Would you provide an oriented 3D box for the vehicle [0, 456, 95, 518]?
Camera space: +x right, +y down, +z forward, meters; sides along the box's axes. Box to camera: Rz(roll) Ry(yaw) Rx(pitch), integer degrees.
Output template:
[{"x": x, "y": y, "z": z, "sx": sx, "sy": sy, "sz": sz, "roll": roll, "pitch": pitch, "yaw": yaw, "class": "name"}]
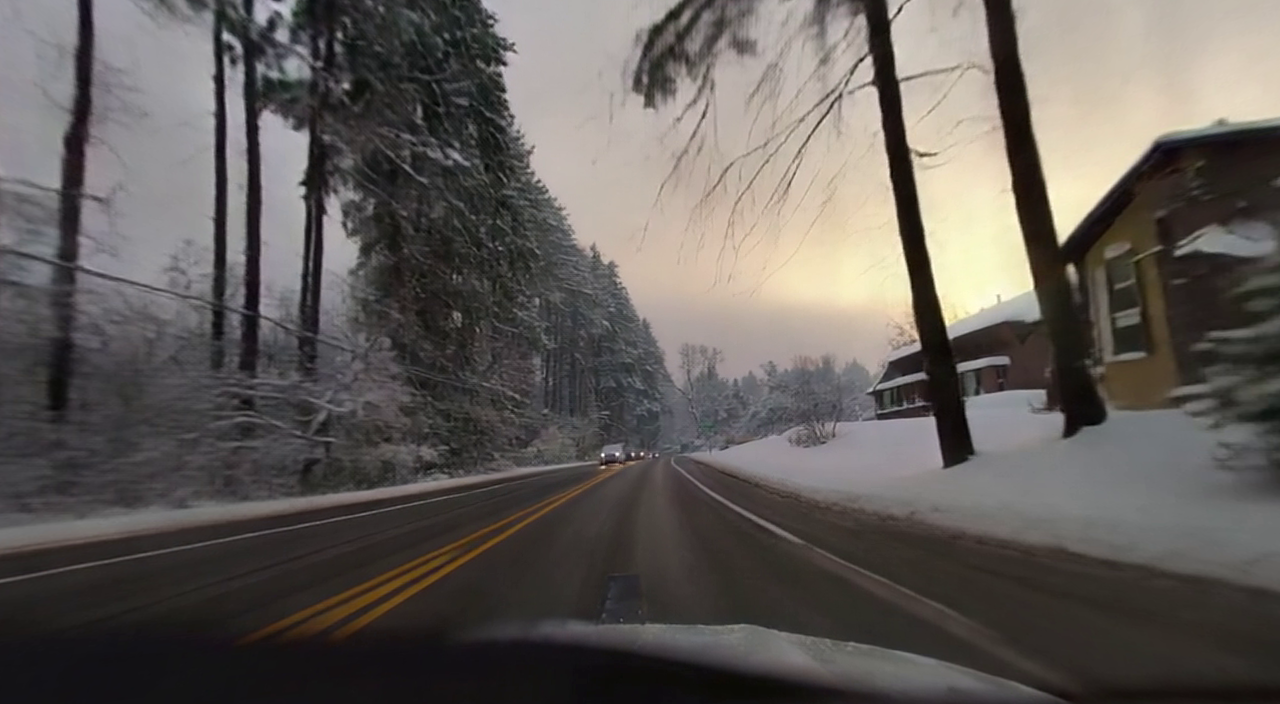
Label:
[{"x": -40.905, "y": 9.049, "z": 42.148, "sx": 2.713, "sy": 3.659, "sz": 9.203, "roll": -2, "pitch": -11, "yaw": -13, "class": "vehicle"}]
